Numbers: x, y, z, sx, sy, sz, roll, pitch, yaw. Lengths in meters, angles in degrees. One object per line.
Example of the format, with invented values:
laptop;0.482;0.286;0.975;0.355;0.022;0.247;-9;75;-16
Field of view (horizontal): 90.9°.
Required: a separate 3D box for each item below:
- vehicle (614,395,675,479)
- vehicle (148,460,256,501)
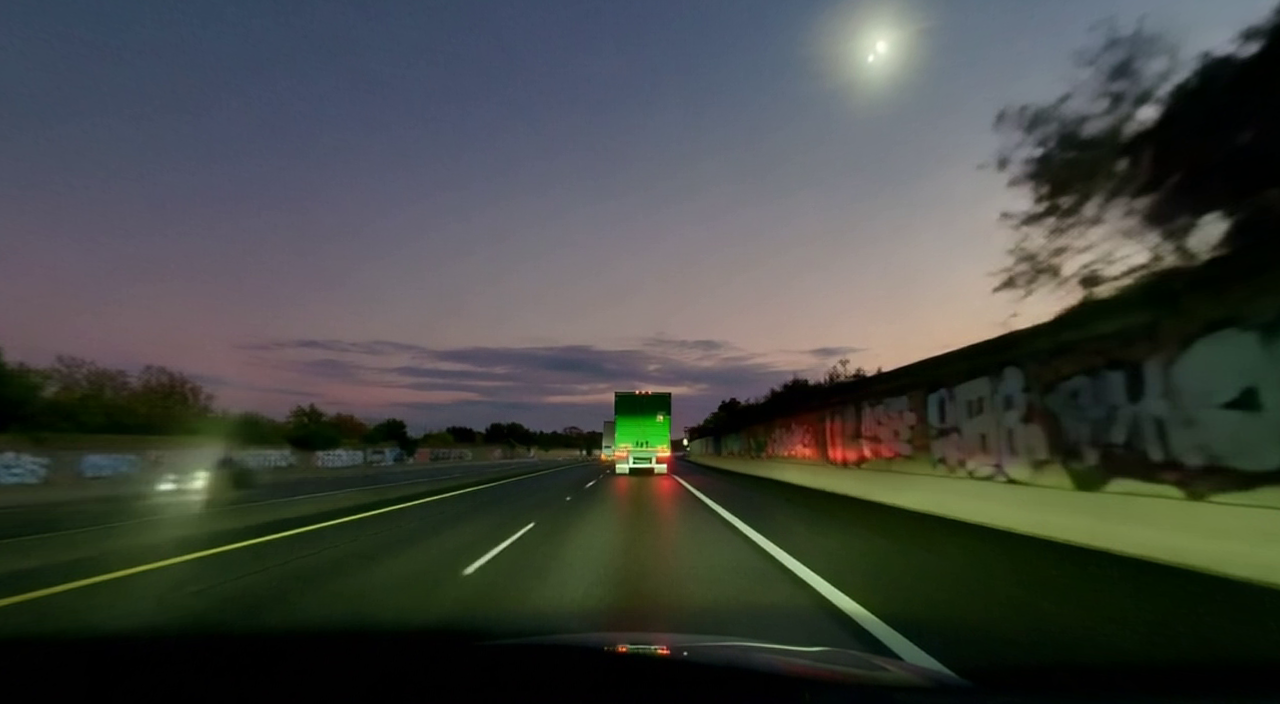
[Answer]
vehicle;0.124;4.826;35.040;2.900;3.955;10.151;0;-9;-1
vehicle;-17.148;5.001;24.874;1.725;1.422;3.480;0;-9;0
